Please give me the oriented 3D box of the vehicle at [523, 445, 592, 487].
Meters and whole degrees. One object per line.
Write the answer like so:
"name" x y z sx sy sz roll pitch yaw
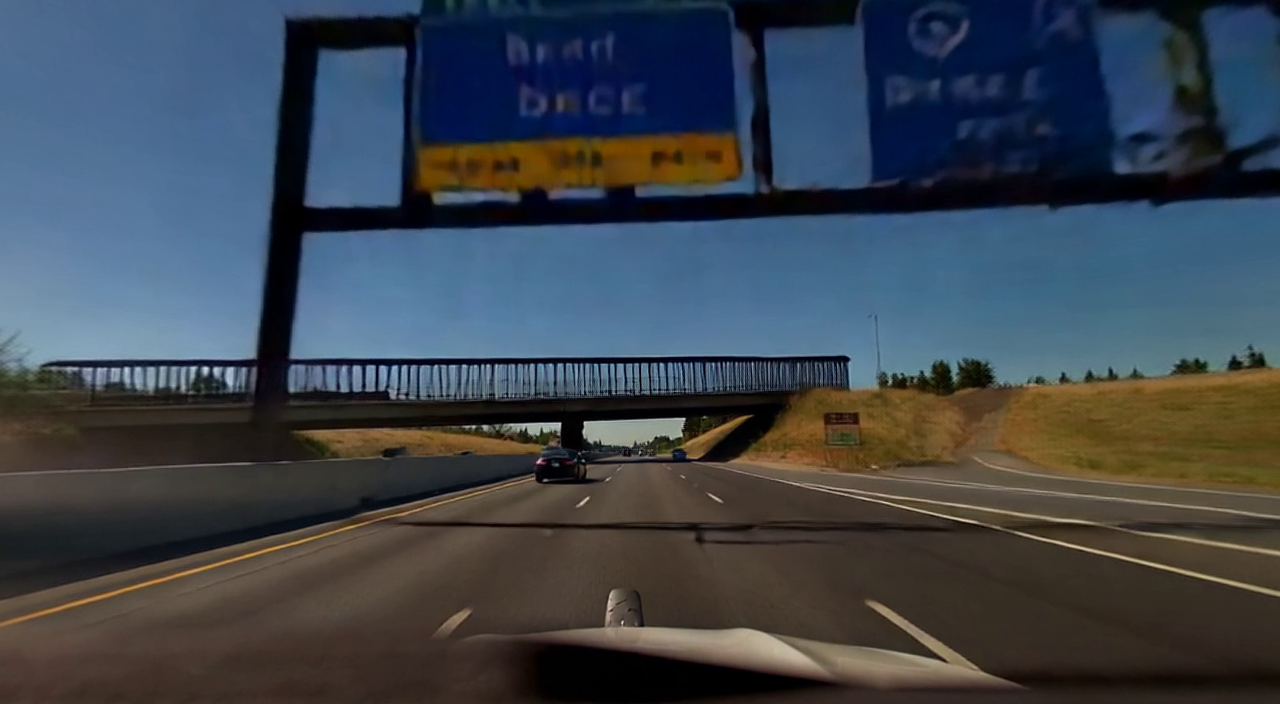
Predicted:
"vehicle" -3.223 4.558 25.573 2.180 1.537 4.459 0 -9 0
